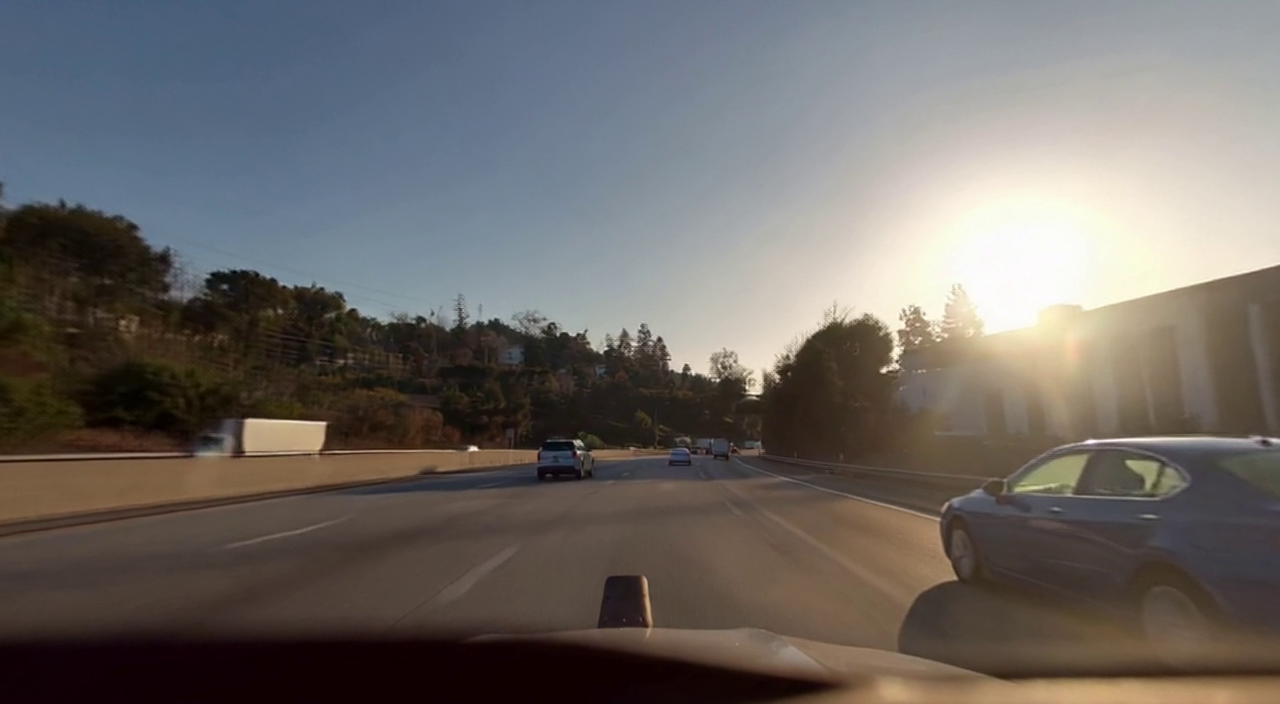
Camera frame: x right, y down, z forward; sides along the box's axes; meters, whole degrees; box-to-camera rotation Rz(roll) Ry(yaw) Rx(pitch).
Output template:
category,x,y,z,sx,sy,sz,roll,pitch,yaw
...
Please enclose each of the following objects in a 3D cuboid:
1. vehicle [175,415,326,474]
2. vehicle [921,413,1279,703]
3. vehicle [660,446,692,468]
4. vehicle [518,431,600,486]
category,x,y,z,sx,sy,sz,roll,pitch,yaw
vehicle,-23.622,5.729,39.067,3.071,3.203,8.905,-1,-9,4
vehicle,3.998,1.246,4.246,2.131,1.497,4.456,0,-9,0
vehicle,2.573,7.320,44.240,2.158,1.458,3.656,-1,-9,5
vehicle,-2.879,3.952,23.737,2.185,1.823,4.854,0,-9,3
